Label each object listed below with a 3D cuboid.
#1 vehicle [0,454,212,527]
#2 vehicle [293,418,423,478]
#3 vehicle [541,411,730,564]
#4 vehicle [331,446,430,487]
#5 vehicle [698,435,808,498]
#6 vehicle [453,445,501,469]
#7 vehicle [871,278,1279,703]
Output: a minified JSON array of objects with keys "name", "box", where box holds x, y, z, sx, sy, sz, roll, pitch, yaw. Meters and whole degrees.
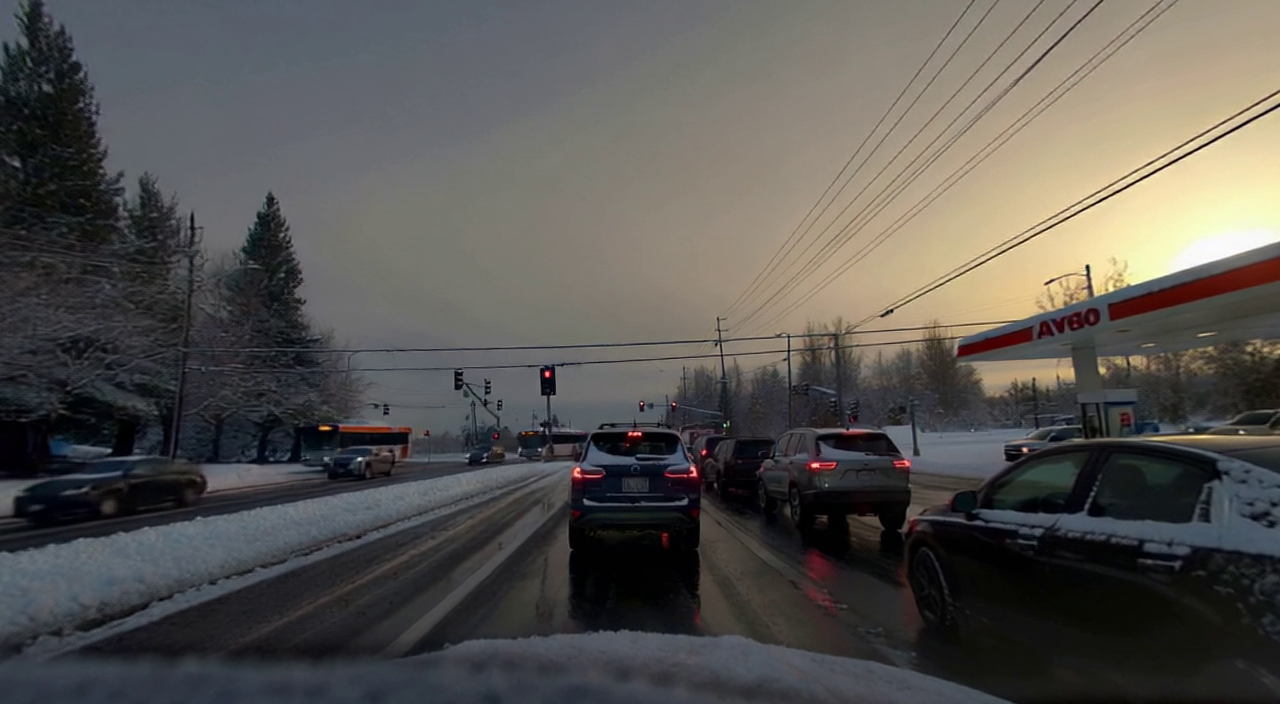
[{"name":"vehicle","box":[-13.411,3.350,15.932,1.967,1.486,4.701,0,-9,0]},{"name":"vehicle","box":[-18.607,6.525,43.139,3.010,3.475,12.655,0,-9,0]},{"name":"vehicle","box":[-0.102,1.810,9.112,2.087,1.677,4.053,0,-9,-1]},{"name":"vehicle","box":[-10.486,4.628,25.975,2.030,1.498,4.690,0,-9,0]},{"name":"vehicle","box":[2.889,3.051,17.254,2.040,1.481,4.407,0,-9,-2]},{"name":"vehicle","box":[-10.798,6.989,42.210,1.976,1.483,4.630,0,-9,0]},{"name":"vehicle","box":[3.093,0.863,3.330,2.049,1.813,4.245,0,-9,-1]}]
